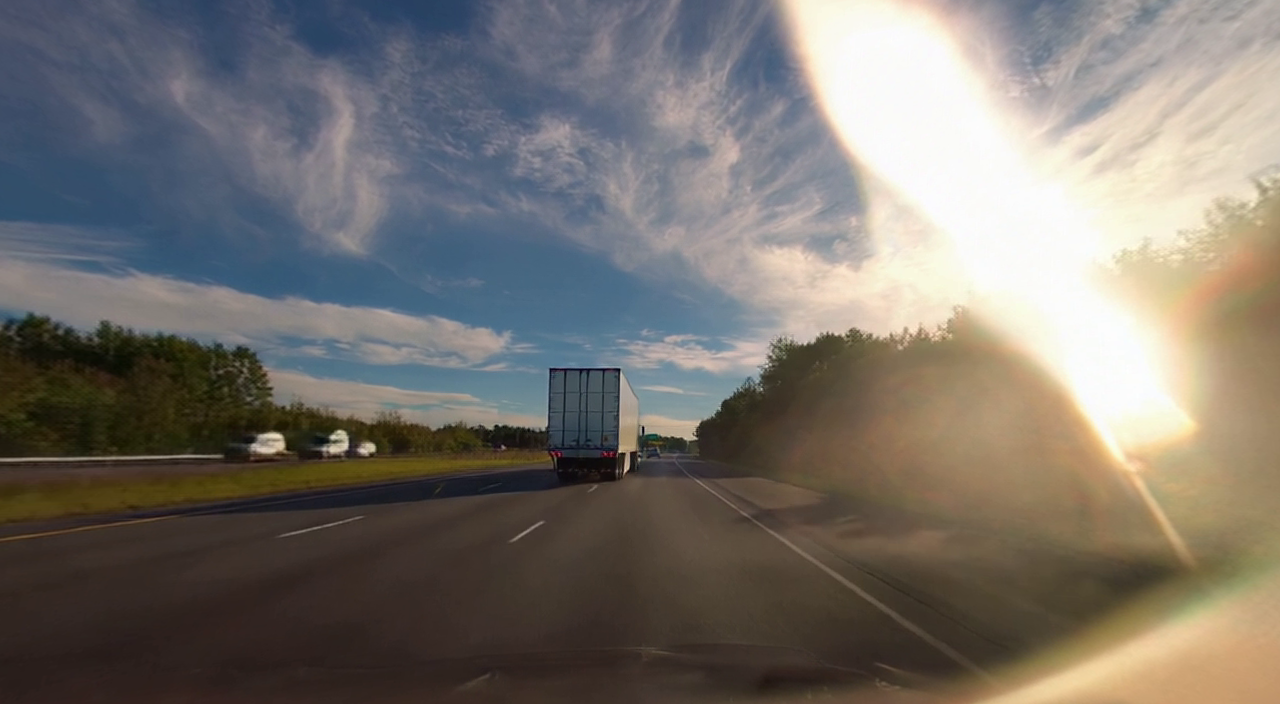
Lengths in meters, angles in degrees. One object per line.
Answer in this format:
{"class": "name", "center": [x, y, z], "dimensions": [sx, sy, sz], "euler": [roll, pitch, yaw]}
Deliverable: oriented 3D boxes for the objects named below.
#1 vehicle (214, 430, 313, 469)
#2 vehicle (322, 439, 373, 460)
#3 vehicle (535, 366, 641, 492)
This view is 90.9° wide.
{"class": "vehicle", "center": [-22.314, 5.816, 37.667], "dimensions": [2.631, 2.155, 5.143], "euler": [0, -9, 1]}
{"class": "vehicle", "center": [-21.908, 7.314, 47.303], "dimensions": [1.779, 1.467, 4.047], "euler": [0, -9, 1]}
{"class": "vehicle", "center": [-1.663, 3.596, 27.773], "dimensions": [2.851, 4.098, 14.436], "euler": [0, -9, 2]}
